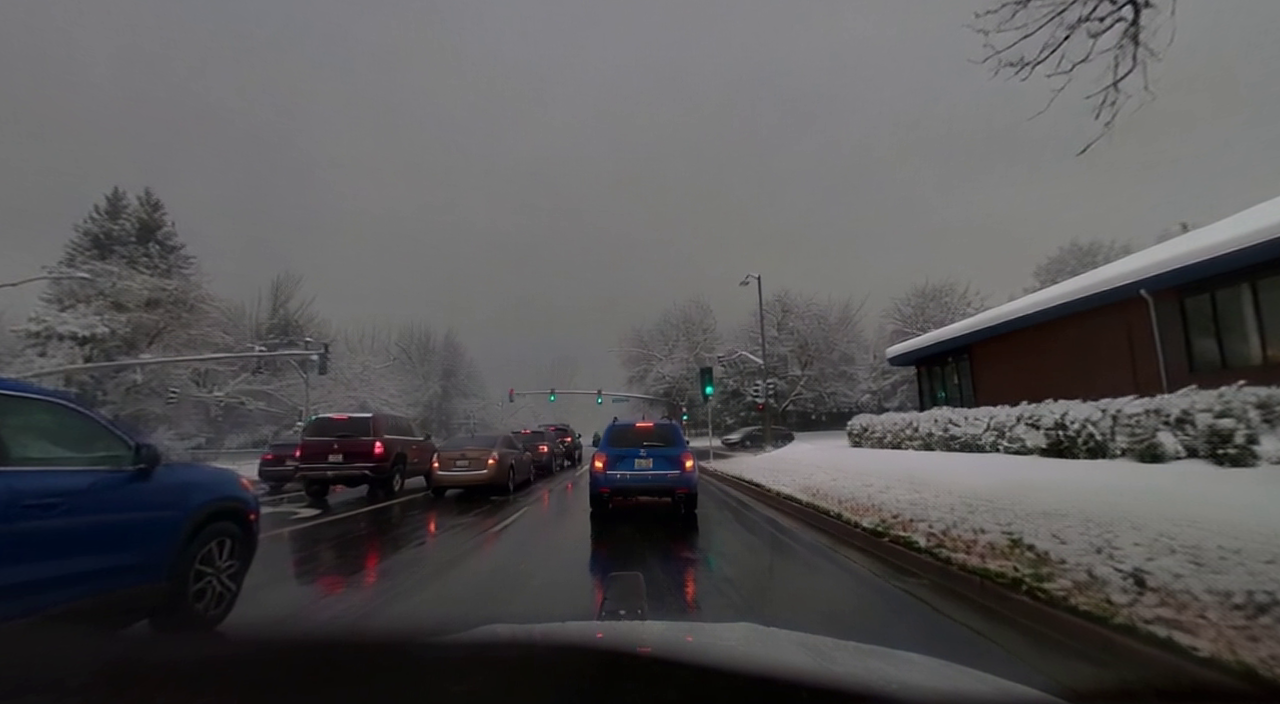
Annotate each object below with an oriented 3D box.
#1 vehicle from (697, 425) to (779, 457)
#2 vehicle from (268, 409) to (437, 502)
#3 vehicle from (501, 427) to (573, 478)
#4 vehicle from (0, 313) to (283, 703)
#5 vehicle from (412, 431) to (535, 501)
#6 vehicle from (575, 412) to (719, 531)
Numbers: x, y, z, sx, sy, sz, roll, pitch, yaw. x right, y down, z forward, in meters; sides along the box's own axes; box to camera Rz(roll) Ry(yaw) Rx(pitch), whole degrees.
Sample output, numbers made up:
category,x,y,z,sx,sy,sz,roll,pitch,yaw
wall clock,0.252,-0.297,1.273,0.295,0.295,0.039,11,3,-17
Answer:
category,x,y,z,sx,sy,sz,roll,pitch,yaw
vehicle,6.412,5.909,41.802,5.152,2.001,2.060,-1,-9,4
vehicle,-7.400,2.749,17.055,2.195,2.093,5.185,0,-9,-1
vehicle,-3.912,3.933,24.848,2.043,1.813,4.549,0,-9,0
vehicle,-4.069,0.769,2.765,2.088,1.947,5.119,0,-9,-1
vehicle,-4.022,2.823,16.067,1.942,1.523,4.212,0,-9,0
vehicle,0.089,2.035,11.237,2.055,1.681,4.270,0,-9,0
